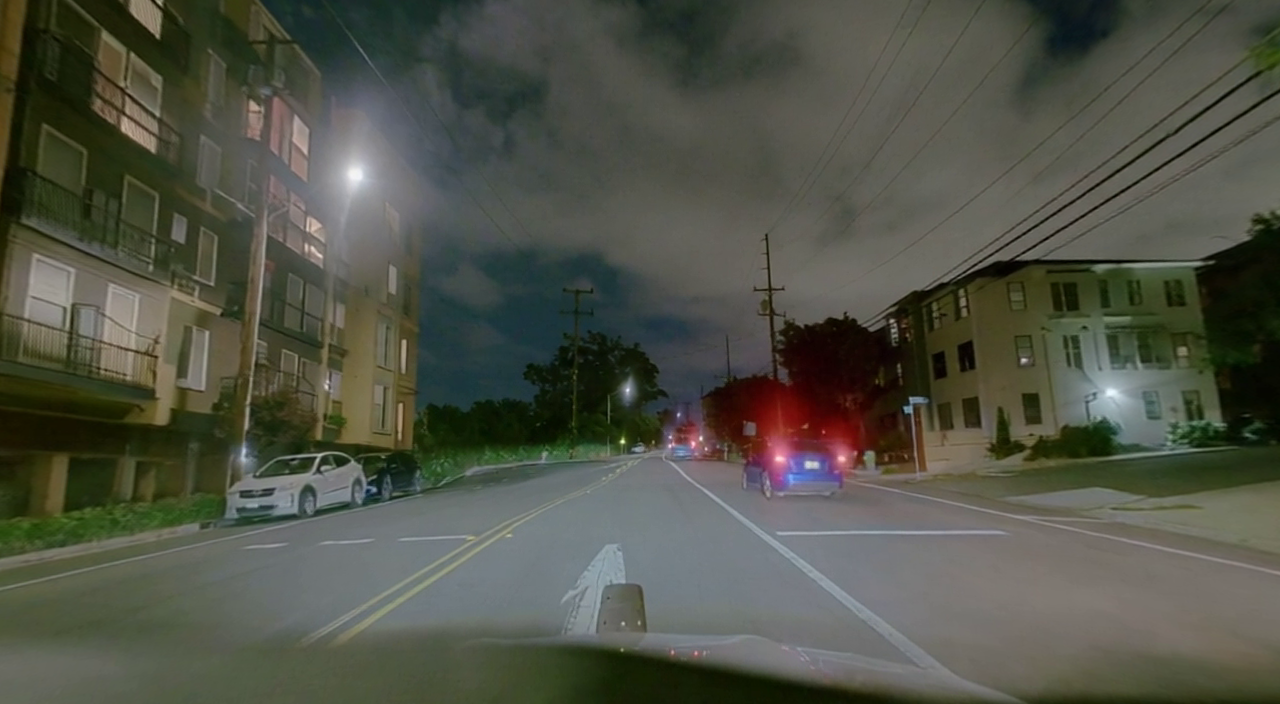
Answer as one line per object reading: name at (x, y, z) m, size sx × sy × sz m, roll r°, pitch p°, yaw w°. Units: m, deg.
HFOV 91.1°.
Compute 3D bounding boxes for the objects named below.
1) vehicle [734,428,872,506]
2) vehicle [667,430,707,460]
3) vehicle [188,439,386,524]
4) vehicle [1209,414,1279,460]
vehicle at (3.640, 2.661, 14.952) m, size 2.028 × 1.552 × 4.370 m, roll 0°, pitch -8°, yaw -1°
vehicle at (2.931, 5.972, 40.230) m, size 2.046 × 1.784 × 4.687 m, roll 0°, pitch -8°, yaw -2°
vehicle at (-8.638, 3.167, 16.042) m, size 2.381 × 1.825 × 4.652 m, roll 0°, pitch -8°, yaw -1°
vehicle at (25.322, 3.380, 24.924) m, size 1.944 × 1.723 × 4.441 m, roll -2°, pitch -9°, yaw 13°
